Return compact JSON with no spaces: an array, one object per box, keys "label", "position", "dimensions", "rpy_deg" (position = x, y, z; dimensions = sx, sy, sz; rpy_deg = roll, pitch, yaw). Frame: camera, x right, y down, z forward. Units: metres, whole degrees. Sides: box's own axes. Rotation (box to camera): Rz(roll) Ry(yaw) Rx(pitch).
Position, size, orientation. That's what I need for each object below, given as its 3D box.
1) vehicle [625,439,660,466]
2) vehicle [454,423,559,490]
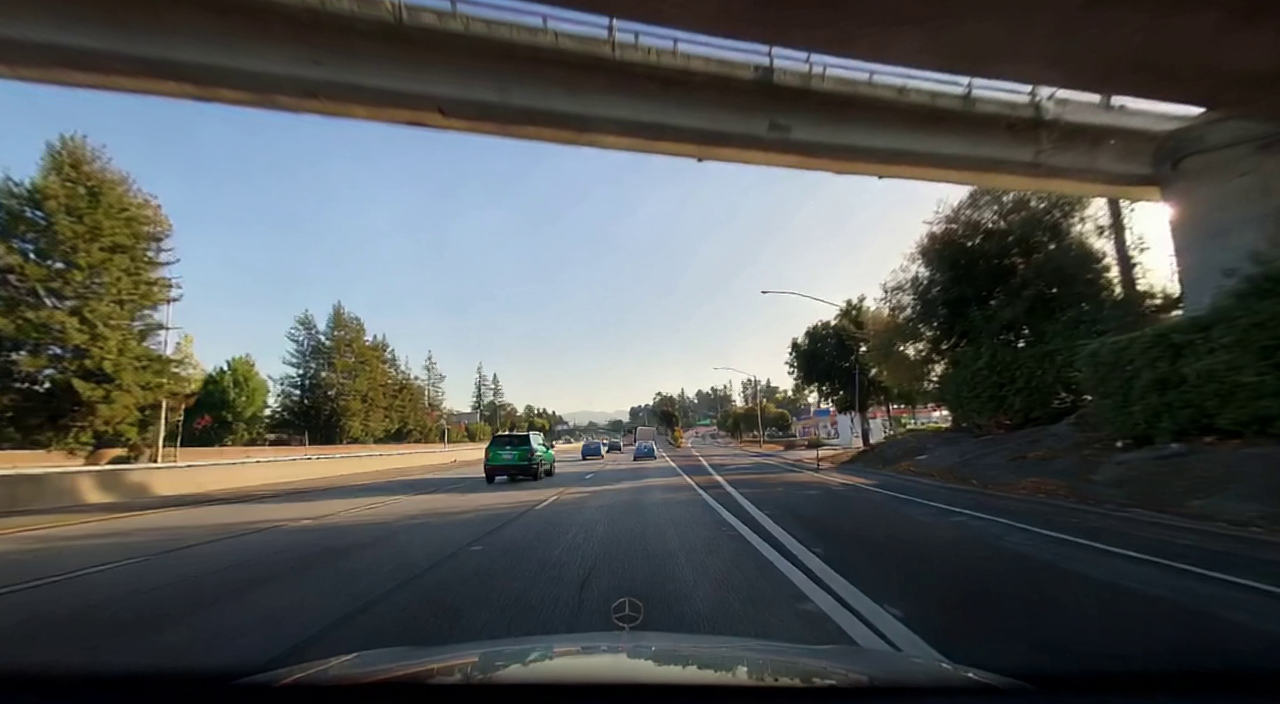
[{"label":"vehicle","position":[0.128,6.004,37.735],"dimensions":[1.982,1.524,3.800],"rpy_deg":[0,-8,-1]},{"label":"vehicle","position":[-4.127,3.333,20.413],"dimensions":[2.273,1.884,4.515],"rpy_deg":[0,-8,2]}]
